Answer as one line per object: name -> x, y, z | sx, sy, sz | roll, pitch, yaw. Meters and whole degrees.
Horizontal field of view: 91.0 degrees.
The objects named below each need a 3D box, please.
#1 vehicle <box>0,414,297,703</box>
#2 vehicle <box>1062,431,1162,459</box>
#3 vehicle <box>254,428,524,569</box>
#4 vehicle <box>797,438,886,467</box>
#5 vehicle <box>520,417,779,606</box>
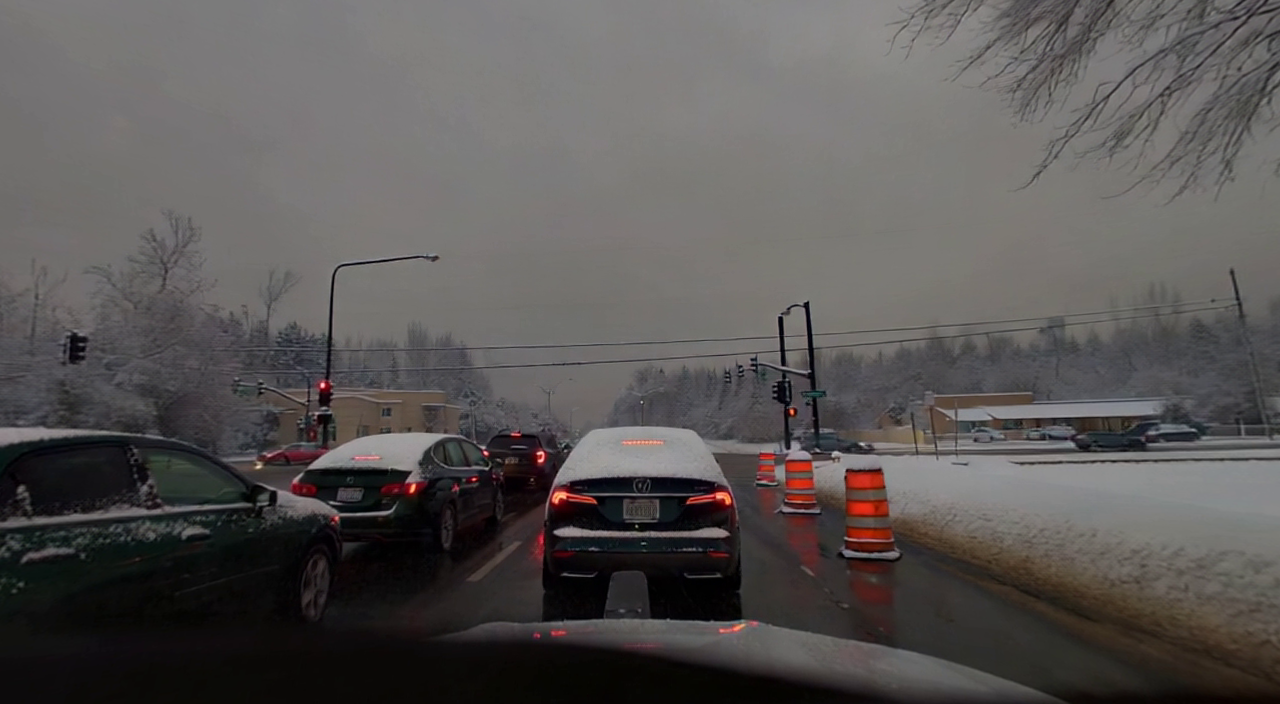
vehicle -> -3.578, 0.944, 2.154 | 2.064, 1.497, 4.722 | 0, -9, 1
vehicle -> 30.433, 6.023, 40.708 | 4.827, 1.729, 1.986 | 0, -9, 1
vehicle -> -3.263, 1.997, 9.456 | 1.989, 1.541, 4.626 | 0, -9, 2
vehicle -> 12.872, 6.444, 40.462 | 5.002, 1.768, 2.065 | 0, -9, 2
vehicle -> 0.120, 1.622, 7.214 | 2.167, 1.560, 3.676 | 0, -9, 1
